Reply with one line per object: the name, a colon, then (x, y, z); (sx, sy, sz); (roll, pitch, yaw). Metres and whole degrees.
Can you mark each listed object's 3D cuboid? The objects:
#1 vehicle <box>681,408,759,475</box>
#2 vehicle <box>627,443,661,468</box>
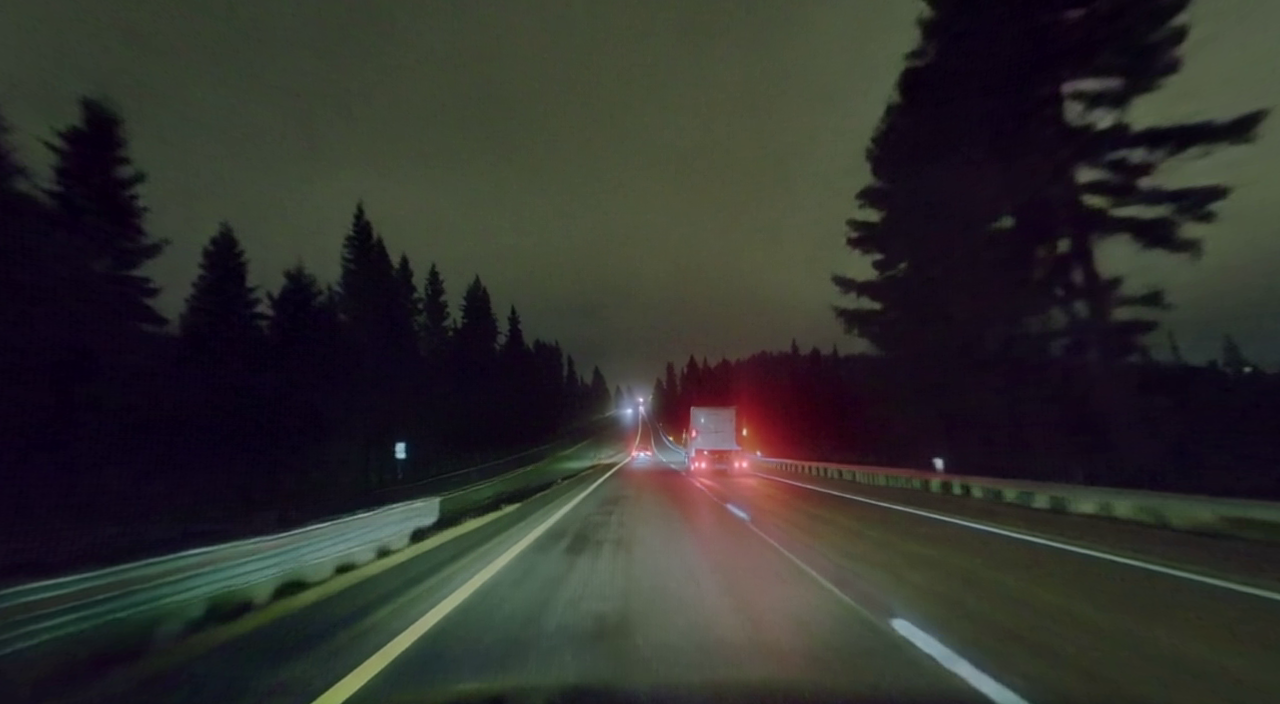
vehicle: (4.101, 4.889, 34.211); (3.015, 3.211, 7.982); (0, -8, -1)
vehicle: (0.265, 6.895, 41.921); (2.170, 1.544, 4.373); (0, -8, 0)
